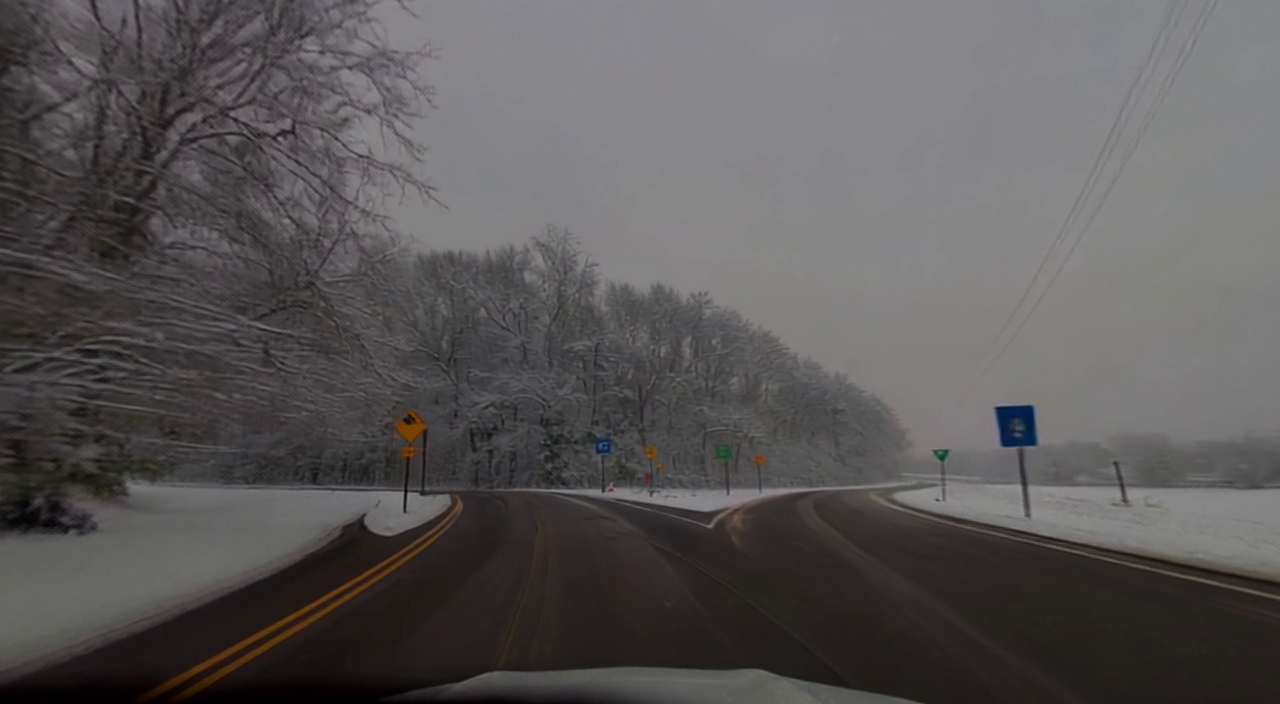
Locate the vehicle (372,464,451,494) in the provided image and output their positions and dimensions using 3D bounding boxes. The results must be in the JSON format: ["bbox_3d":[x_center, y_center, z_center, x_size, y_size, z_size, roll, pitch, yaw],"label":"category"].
[{"bbox_3d":[-13.041,7.281,36.203,1.889,1.583,3.992,-4,-12,25],"label":"vehicle"}]
